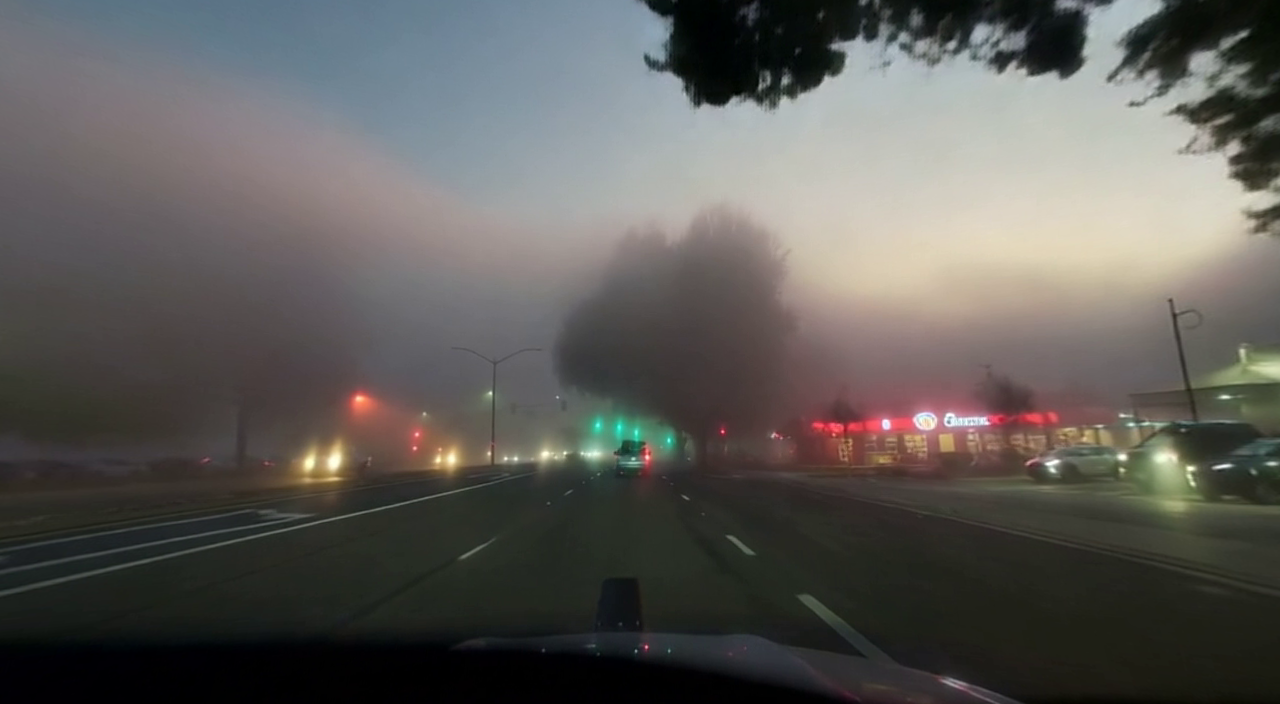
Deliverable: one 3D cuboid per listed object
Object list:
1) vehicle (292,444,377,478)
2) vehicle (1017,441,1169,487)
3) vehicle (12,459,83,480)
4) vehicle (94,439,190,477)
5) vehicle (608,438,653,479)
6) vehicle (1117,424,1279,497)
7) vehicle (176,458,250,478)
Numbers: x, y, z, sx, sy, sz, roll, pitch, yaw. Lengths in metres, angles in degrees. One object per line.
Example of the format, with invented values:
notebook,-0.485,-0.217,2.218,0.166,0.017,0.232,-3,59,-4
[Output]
vehicle,-20.168,7.204,42.122,2.492,2.083,6.312,0,-9,1
vehicle,16.250,4.039,22.812,4.026,1.463,1.826,-1,-10,-2
vehicle,-45.555,9.011,48.663,1.750,1.432,3.827,0,-9,0
vehicle,-32.882,7.022,42.020,2.818,2.313,5.508,3,-9,-14
vehicle,-0.455,5.377,32.147,2.096,1.961,4.259,0,-9,0
vehicle,16.377,2.965,17.440,4.629,1.829,2.025,-1,-10,1
vehicle,-32.206,8.739,47.720,4.063,1.479,1.939,0,-9,-2
